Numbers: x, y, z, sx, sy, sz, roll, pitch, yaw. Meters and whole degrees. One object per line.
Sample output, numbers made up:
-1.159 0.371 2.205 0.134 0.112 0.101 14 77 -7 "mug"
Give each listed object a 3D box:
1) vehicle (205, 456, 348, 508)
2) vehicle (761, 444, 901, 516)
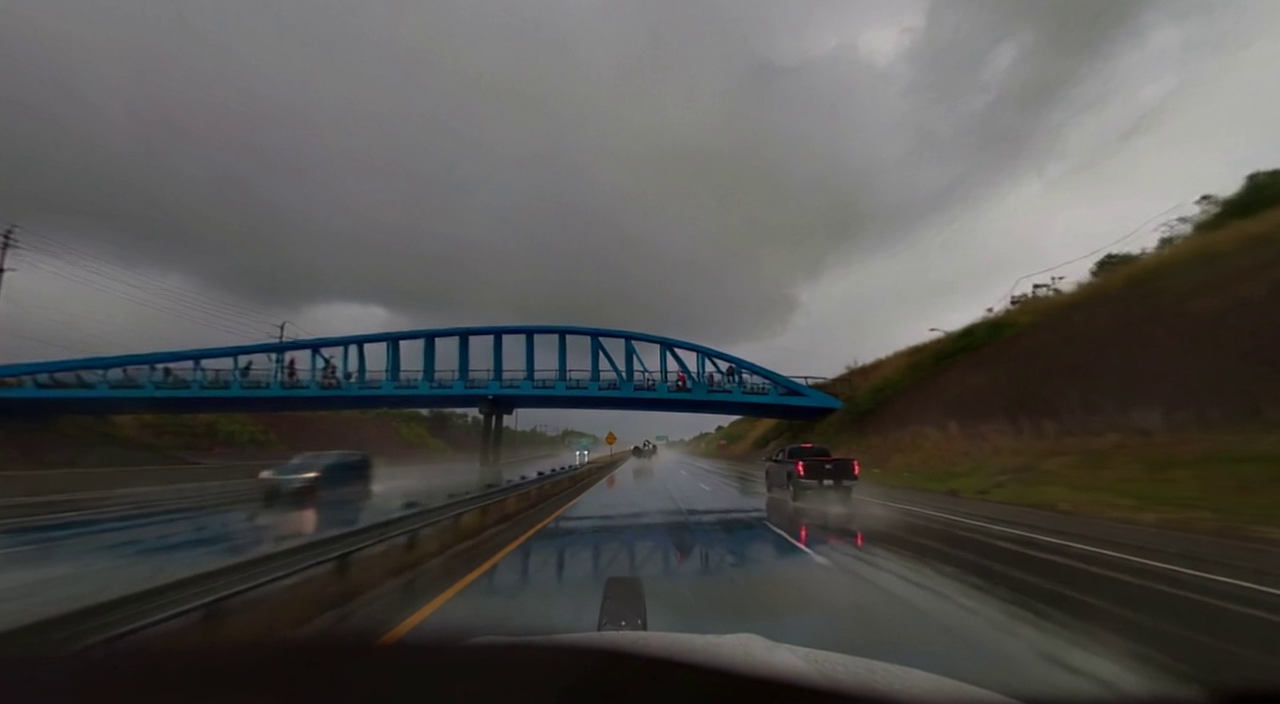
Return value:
-12.110 4.317 21.447 2.032 1.520 4.646 0 -9 1 "vehicle"
4.564 3.121 15.984 1.988 1.505 4.958 0 -9 0 "vehicle"
